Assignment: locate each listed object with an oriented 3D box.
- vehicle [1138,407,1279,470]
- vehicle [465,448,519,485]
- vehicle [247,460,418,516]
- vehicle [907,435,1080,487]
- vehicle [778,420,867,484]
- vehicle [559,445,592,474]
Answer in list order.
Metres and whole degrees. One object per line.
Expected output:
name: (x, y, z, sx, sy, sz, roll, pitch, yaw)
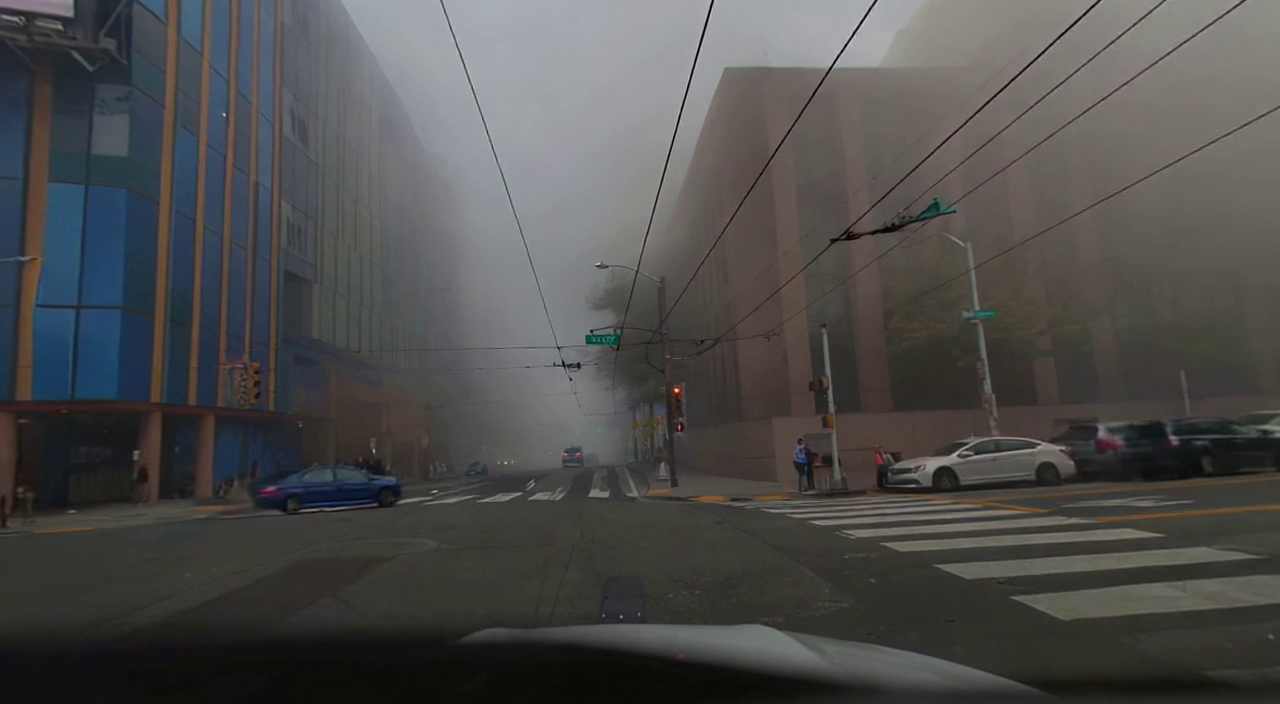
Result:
vehicle: (16.943, 2.402, 17.529, 4.637, 1.624, 1.927, 0, -8, -3)
vehicle: (-8.428, 6.523, 36.286, 2.121, 1.792, 4.510, -4, -8, -2)
vehicle: (-9.770, 4.287, 20.292, 4.549, 1.490, 1.797, 7, -11, -38)
vehicle: (11.382, 3.513, 20.519, 4.697, 1.510, 1.596, 0, -9, -5)
vehicle: (7.538, 4.113, 26.628, 2.316, 2.425, 4.466, 1, -7, -2)
vehicle: (-4.403, 7.416, 43.929, 2.137, 1.910, 5.120, 1, -8, -5)
